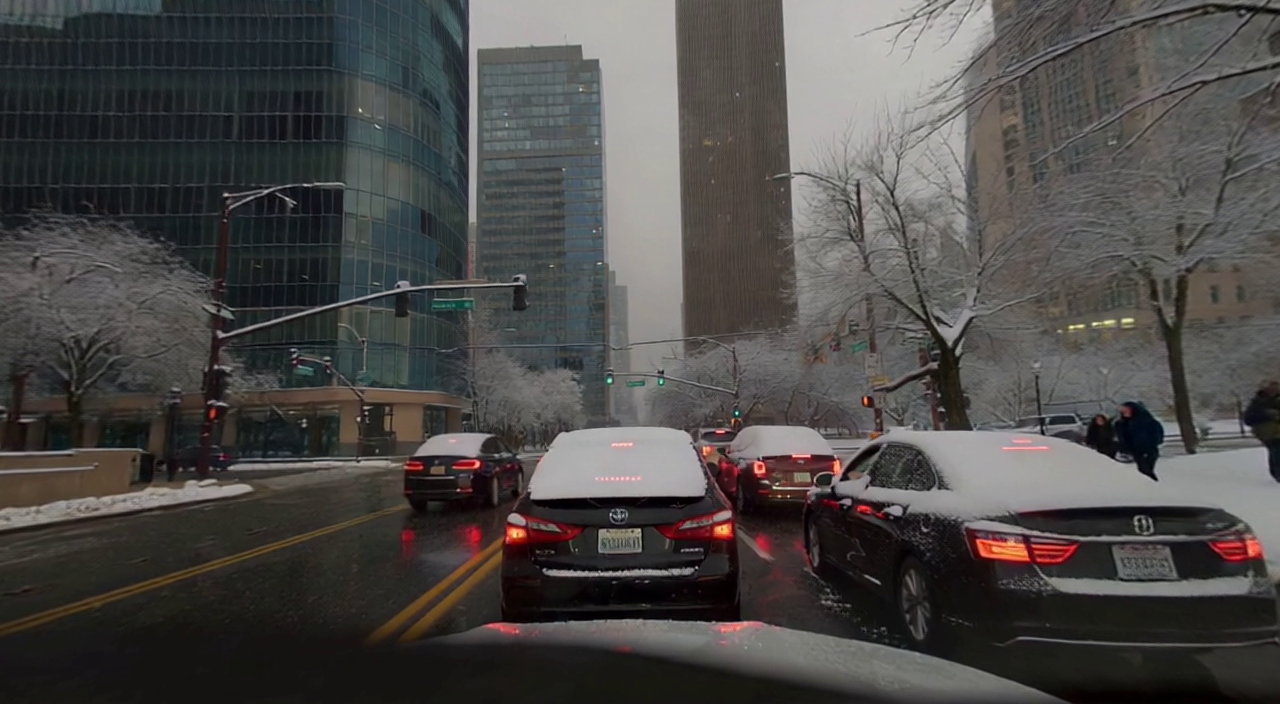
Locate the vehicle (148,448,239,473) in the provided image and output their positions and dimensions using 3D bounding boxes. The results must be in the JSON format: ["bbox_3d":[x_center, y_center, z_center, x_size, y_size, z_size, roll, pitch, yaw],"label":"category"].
[{"bbox_3d":[-27.295,6.609,38.422,4.140,1.486,1.799,0,-8,0],"label":"vehicle"}]

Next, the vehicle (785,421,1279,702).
[{"bbox_3d":[2.757,1.412,5.455,1.952,1.464,4.165,0,-8,-1],"label":"vehicle"}]

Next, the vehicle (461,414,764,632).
[{"bbox_3d":[-0.265,1.472,6.414,2.072,1.476,4.078,0,-8,-2],"label":"vehicle"}]

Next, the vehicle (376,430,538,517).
[{"bbox_3d":[-3.570,2.470,13.315,1.971,1.496,4.648,0,-8,1],"label":"vehicle"}]
